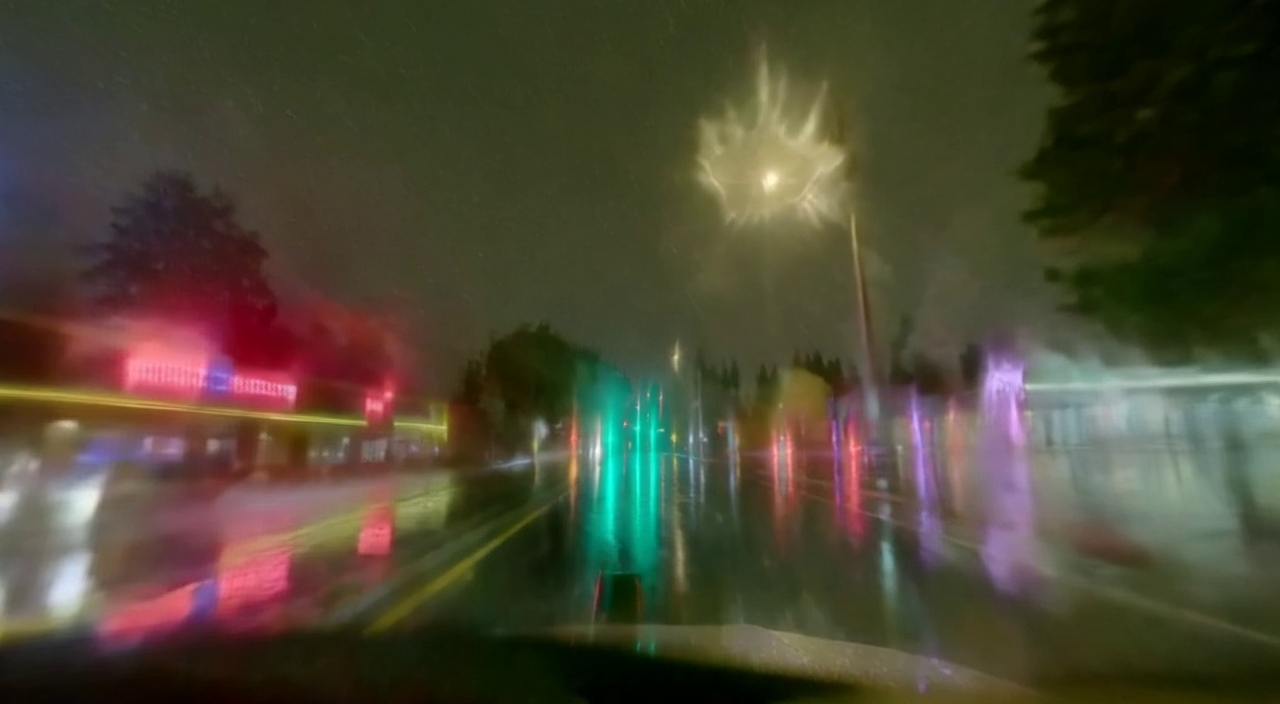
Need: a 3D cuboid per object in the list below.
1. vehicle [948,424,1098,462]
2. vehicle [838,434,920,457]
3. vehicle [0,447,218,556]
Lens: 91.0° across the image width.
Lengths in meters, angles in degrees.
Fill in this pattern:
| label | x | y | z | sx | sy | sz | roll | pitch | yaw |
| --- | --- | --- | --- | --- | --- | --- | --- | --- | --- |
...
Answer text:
| label | x | y | z | sx | sy | sz | roll | pitch | yaw |
| --- | --- | --- | --- | --- | --- | --- | --- | --- | --- |
| vehicle | 16.482 | 3.963 | 27.298 | 5.124 | 1.541 | 2.070 | 0 | -9 | -1 |
| vehicle | 16.175 | 6.338 | 42.804 | 4.701 | 1.500 | 2.050 | 0 | -8 | 0 |
| vehicle | -10.856 | 2.801 | 12.391 | 2.031 | 1.674 | 4.573 | -4 | -8 | -1 |
